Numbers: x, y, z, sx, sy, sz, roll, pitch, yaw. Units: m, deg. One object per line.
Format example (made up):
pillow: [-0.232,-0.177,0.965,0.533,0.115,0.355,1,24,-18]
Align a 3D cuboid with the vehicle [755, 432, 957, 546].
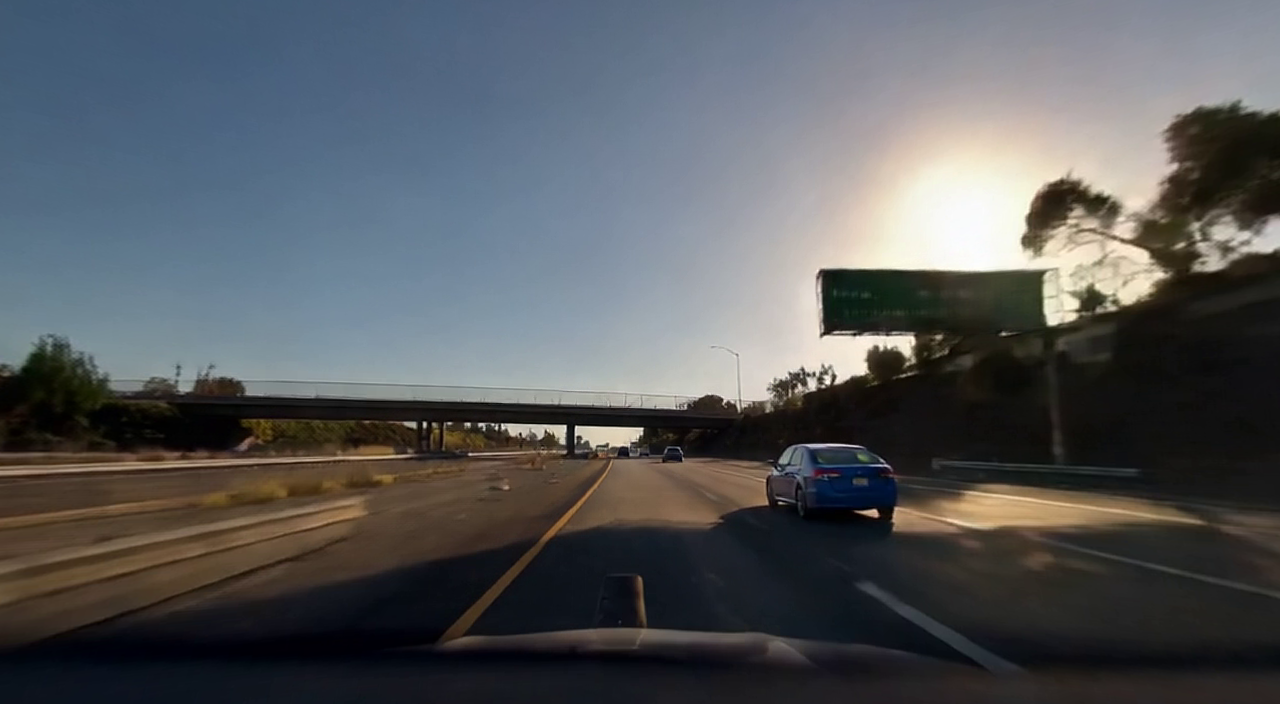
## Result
vehicle: [3.495,2.297,11.170,2.002,1.604,4.265,0,-9,-1]
